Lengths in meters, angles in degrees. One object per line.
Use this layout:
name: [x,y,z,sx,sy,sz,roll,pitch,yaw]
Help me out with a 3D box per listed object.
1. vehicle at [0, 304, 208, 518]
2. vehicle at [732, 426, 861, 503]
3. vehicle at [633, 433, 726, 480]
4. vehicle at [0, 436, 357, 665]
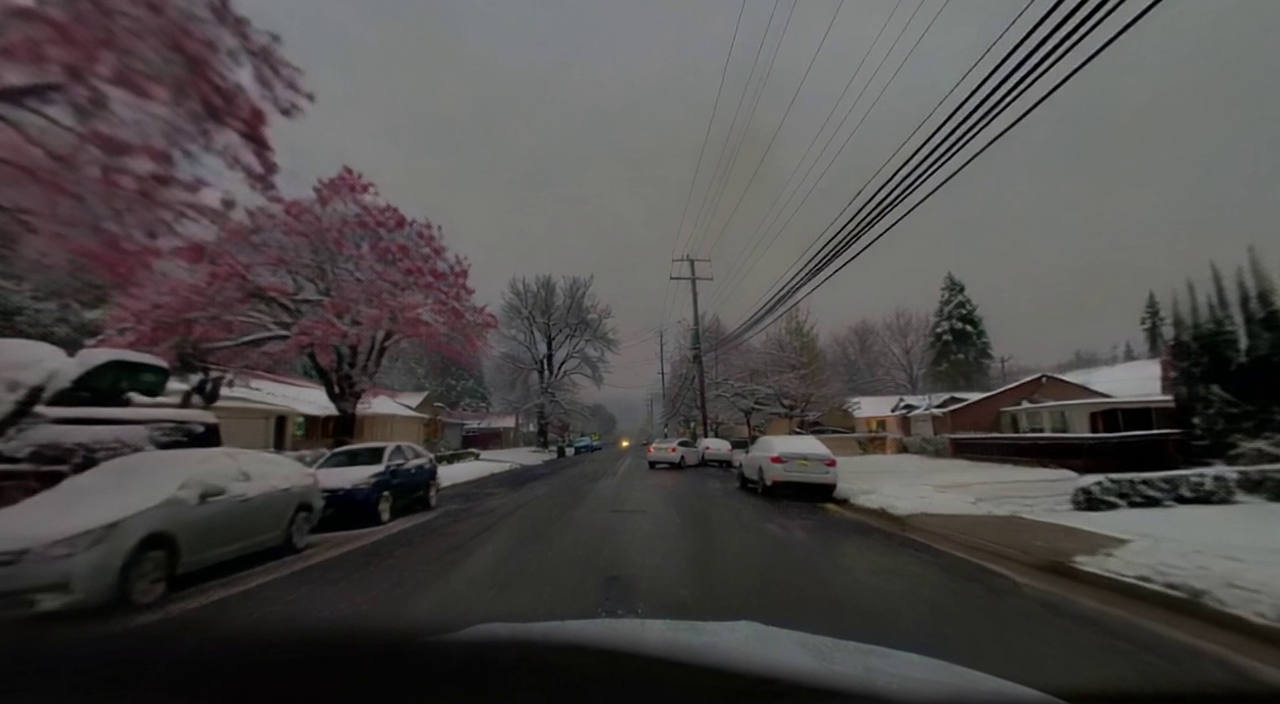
vehicle: [-13.079,1.100,11.426,8.239,3.354,2.902,0,-9,1]
vehicle: [3.779,2.809,16.183,2.103,1.679,4.386,0,-8,-1]
vehicle: [1.510,3.613,22.127,2.075,1.449,4.526,-3,-9,19]
vehicle: [-4.852,1.606,6.439,1.874,1.413,4.442,0,-7,0]
